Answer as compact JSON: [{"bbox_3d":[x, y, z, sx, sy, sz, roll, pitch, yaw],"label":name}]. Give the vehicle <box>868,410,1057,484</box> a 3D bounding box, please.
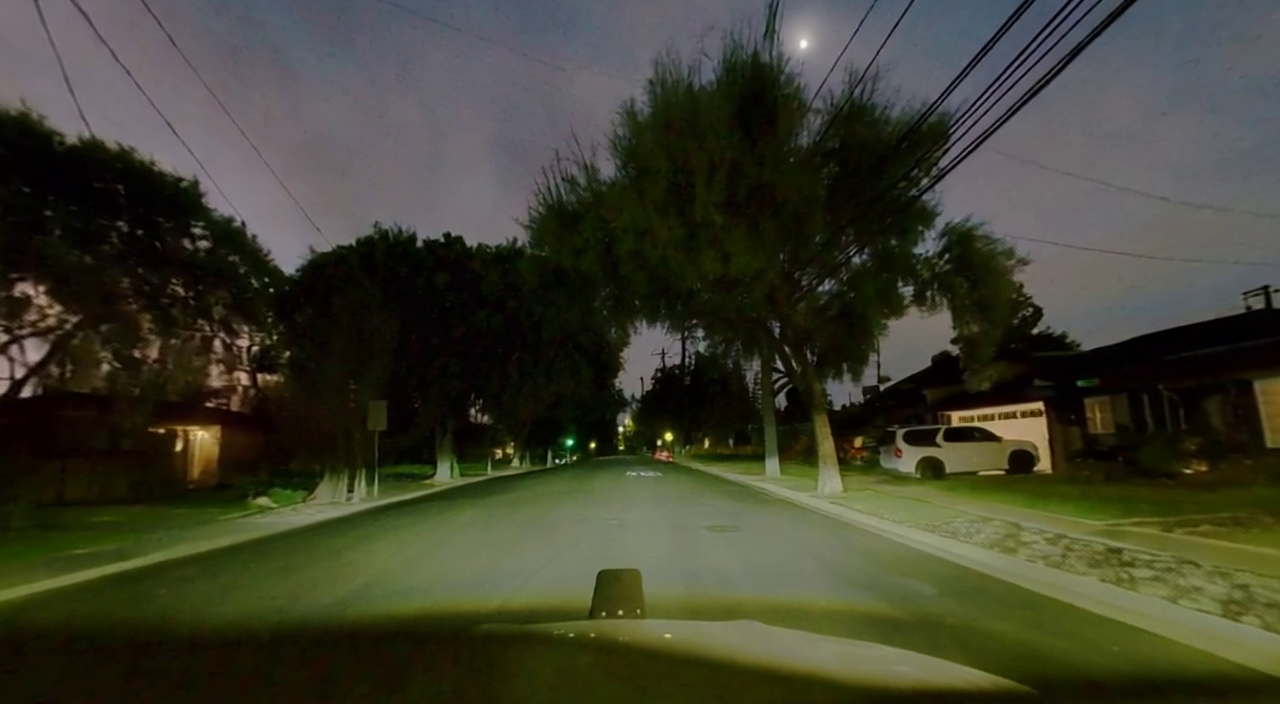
[{"bbox_3d":[9.889,2.958,19.677,4.555,1.803,2.151,-4,-8,-3],"label":"vehicle"}]
